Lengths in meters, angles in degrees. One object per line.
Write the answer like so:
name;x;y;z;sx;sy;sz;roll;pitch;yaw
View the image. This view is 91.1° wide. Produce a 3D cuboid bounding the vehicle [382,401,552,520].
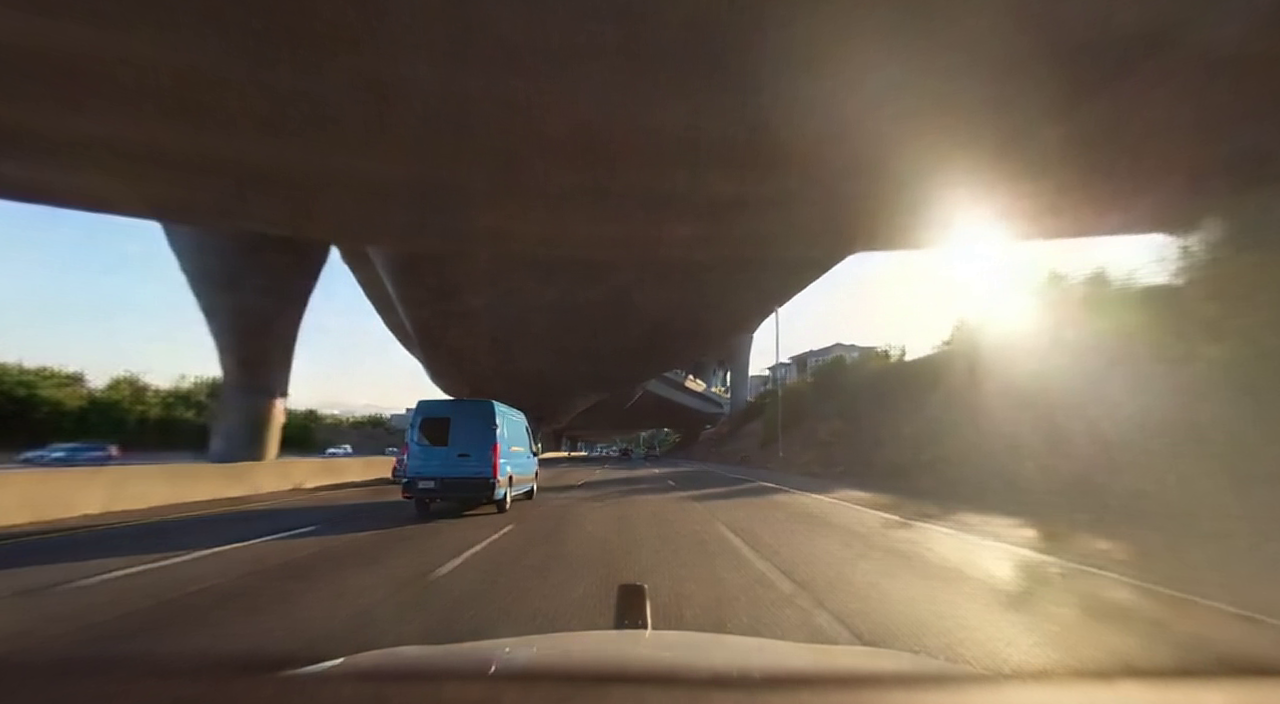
vehicle;-3.679;2.480;14.717;2.372;2.248;5.393;0;-9;1
